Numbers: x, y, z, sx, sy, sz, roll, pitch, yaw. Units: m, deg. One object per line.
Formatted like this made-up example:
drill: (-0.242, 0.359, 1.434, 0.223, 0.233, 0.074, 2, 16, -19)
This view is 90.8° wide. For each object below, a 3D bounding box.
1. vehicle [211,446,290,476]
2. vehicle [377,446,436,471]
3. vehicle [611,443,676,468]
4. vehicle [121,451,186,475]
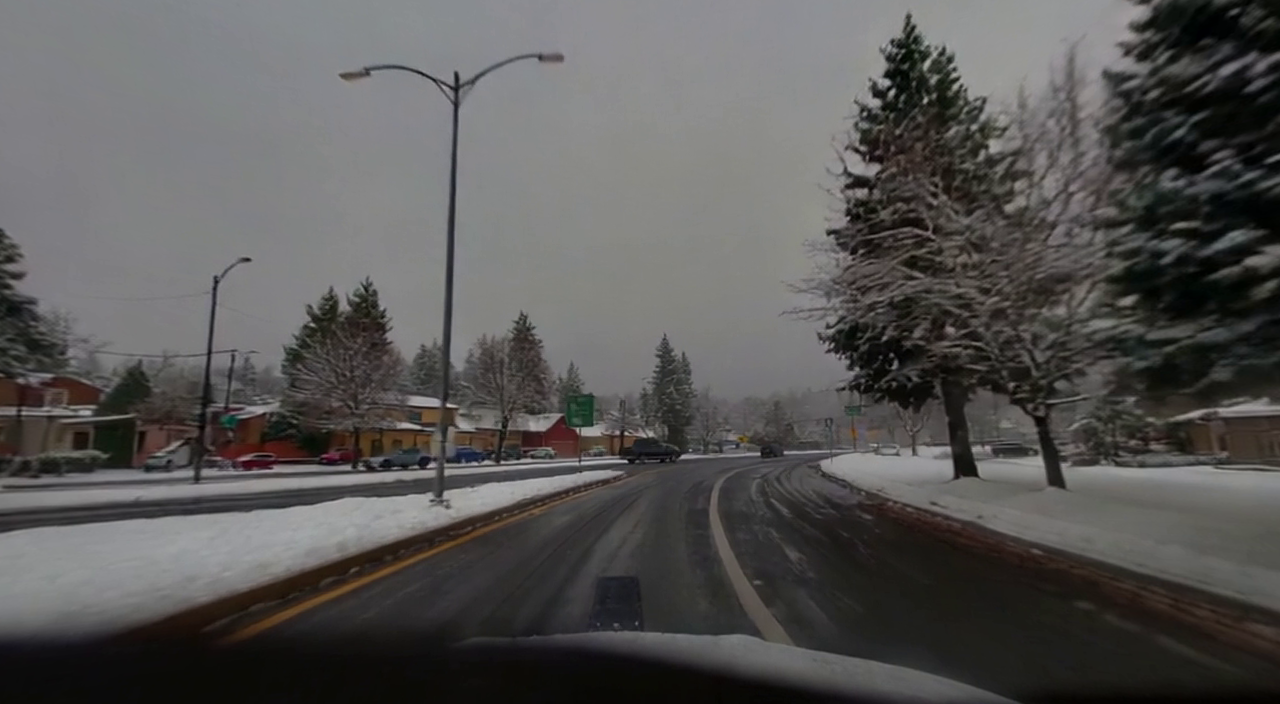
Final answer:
vehicle: (-28.256, 7.994, 45.996, 1.944, 1.714, 4.408, -8, -16, 24)
vehicle: (-15.635, 7.135, 42.494, 1.753, 1.553, 3.575, -4, -9, 21)
vehicle: (0.294, 6.565, 40.191, 2.081, 1.489, 4.863, -5, -10, 27)
vehicle: (-35.110, 8.002, 45.600, 4.207, 1.612, 1.951, -5, -10, 26)
